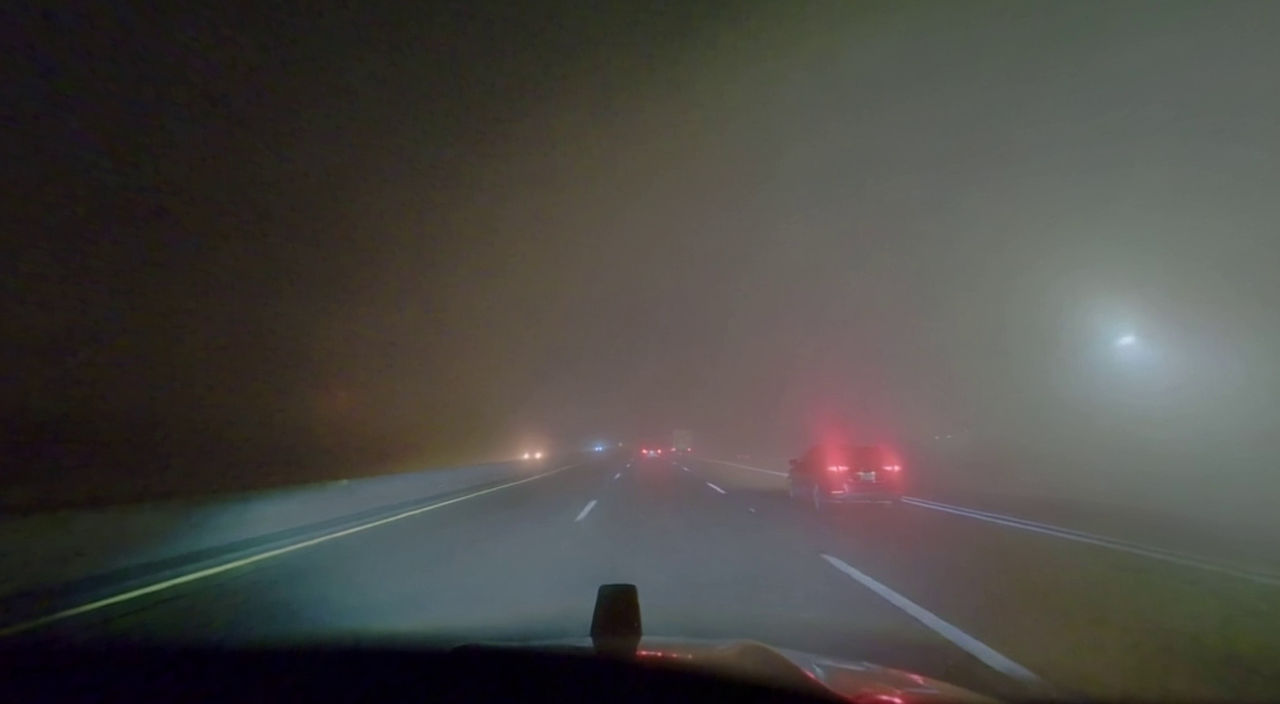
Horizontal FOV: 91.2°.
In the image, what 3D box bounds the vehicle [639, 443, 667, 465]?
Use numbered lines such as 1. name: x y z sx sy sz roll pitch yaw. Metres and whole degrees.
1. vehicle: 0.936 7.797 47.843 1.970 1.560 4.182 0 -9 -1
